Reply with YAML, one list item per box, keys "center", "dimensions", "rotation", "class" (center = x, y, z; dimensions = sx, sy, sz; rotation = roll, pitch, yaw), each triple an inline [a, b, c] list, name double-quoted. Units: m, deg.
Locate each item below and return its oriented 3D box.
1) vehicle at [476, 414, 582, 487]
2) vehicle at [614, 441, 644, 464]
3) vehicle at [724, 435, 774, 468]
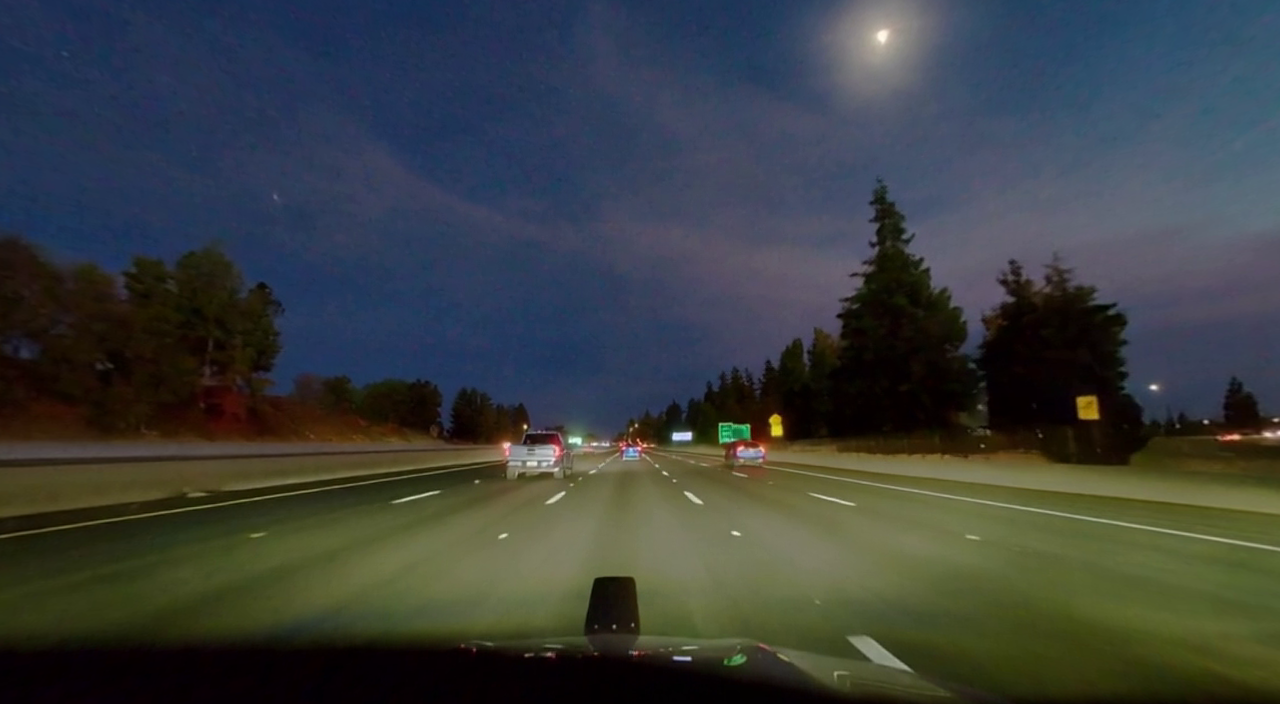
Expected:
- center: [-3.652, 3.437, 22.228]
  dimensions: [2.592, 2.179, 6.034]
  rotation: [0, -9, 0]
  class: "vehicle"
- center: [-0.787, 7.563, 47.515]
  dimensions: [2.157, 1.642, 4.189]
  rotation: [0, -9, -1]
  class: "vehicle"
- center: [6.677, 6.191, 39.402]
  dimensions: [2.103, 1.898, 5.310]
  rotation: [0, -9, -1]
  class: "vehicle"
